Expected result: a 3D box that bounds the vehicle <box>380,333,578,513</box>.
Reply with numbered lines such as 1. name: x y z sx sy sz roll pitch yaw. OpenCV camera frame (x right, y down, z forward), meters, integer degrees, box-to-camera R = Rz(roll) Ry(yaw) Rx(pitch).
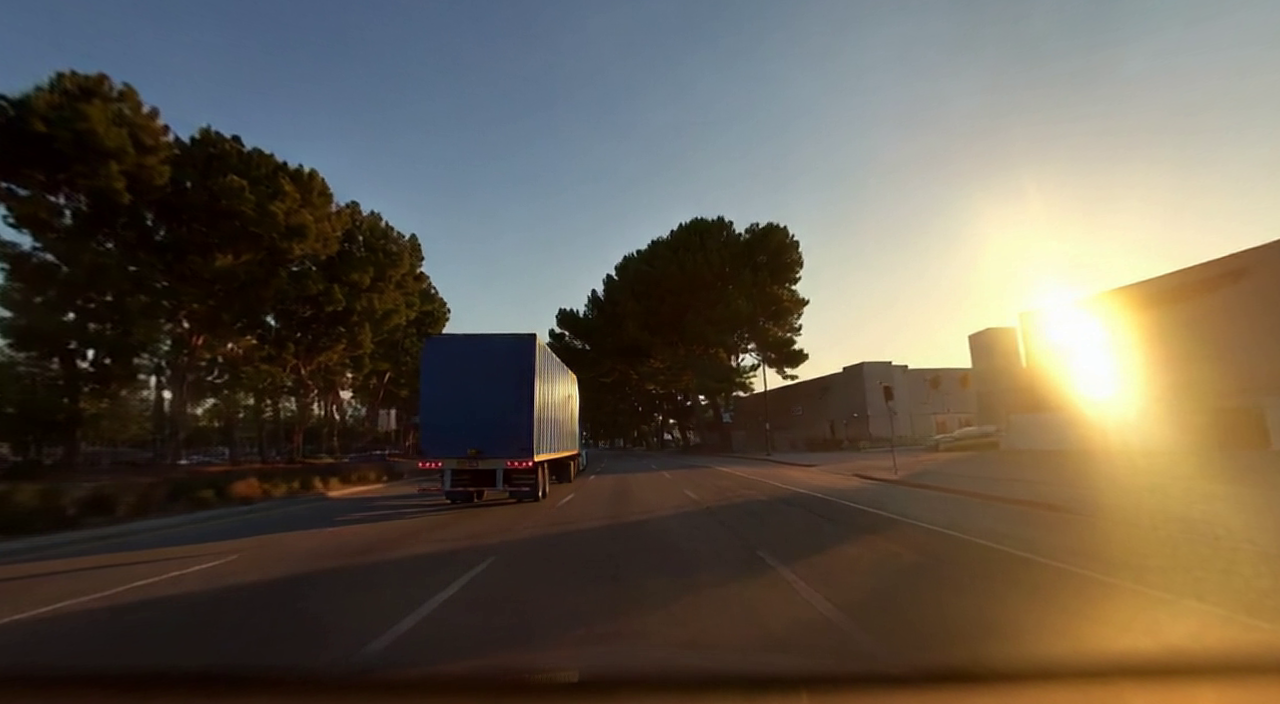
1. vehicle: -3.440 1.924 16.222 2.910 3.419 8.376 0 -8 0
